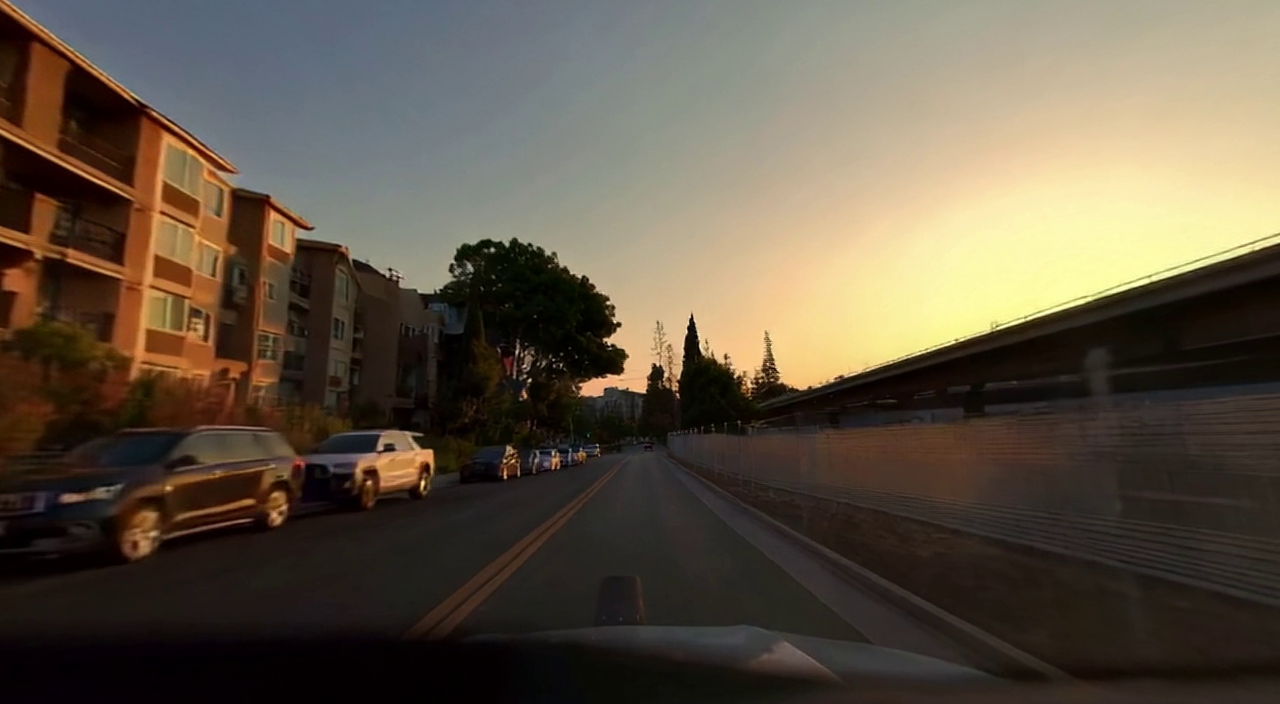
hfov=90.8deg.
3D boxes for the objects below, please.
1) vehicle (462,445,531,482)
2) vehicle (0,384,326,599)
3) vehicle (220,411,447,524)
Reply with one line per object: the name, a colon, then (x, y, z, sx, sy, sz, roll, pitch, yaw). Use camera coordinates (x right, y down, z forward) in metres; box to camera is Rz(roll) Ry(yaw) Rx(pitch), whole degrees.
vehicle: (-6.368, 4.977, 28.565, 1.914, 1.417, 4.750, 2, -8, 1)
vehicle: (-6.589, 1.626, 8.402, 2.192, 1.965, 4.917, 2, -8, 1)
vehicle: (-6.469, 2.534, 14.420, 2.331, 1.962, 5.633, 2, -8, 0)
